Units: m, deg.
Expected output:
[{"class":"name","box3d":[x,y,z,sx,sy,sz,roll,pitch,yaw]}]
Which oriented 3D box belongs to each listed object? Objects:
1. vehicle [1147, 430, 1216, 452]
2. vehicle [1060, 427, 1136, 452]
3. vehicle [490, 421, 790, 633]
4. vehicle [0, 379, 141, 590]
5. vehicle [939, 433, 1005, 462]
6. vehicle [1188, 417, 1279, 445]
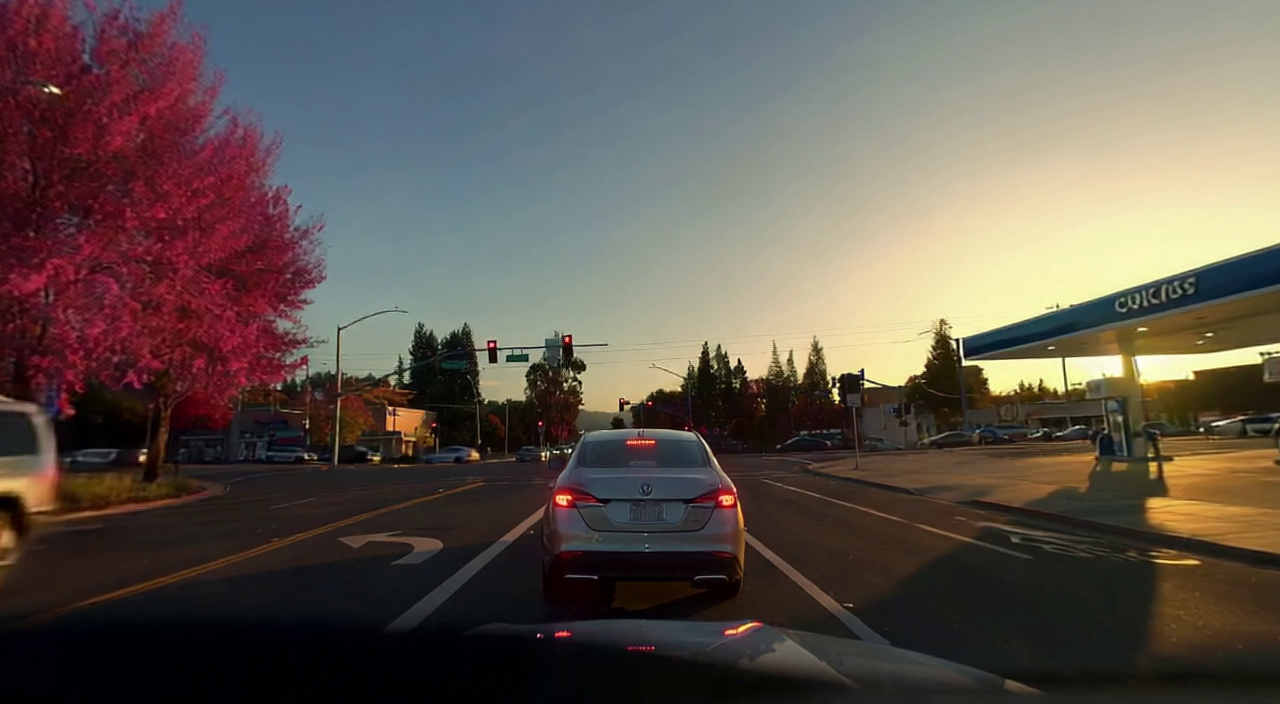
[{"class":"vehicle","box3d":[40.948,6.727,47.700,3.573,1.432,1.604,-3,-8,1]},{"class":"vehicle","box3d":[34.719,6.617,47.867,4.294,1.557,1.744,-4,-8,1]},{"class":"vehicle","box3d":[-0.017,1.538,6.557,2.112,1.482,4.057,0,-8,-1]},{"class":"vehicle","box3d":[-7.536,1.192,5.365,2.378,2.084,5.225,0,-8,-2]},{"class":"vehicle","box3d":[18.391,5.248,34.853,2.053,1.495,4.091,-8,-12,44]},{"class":"vehicle","box3d":[36.325,4.874,38.466,1.848,1.581,4.475,-1,-8,3]}]
